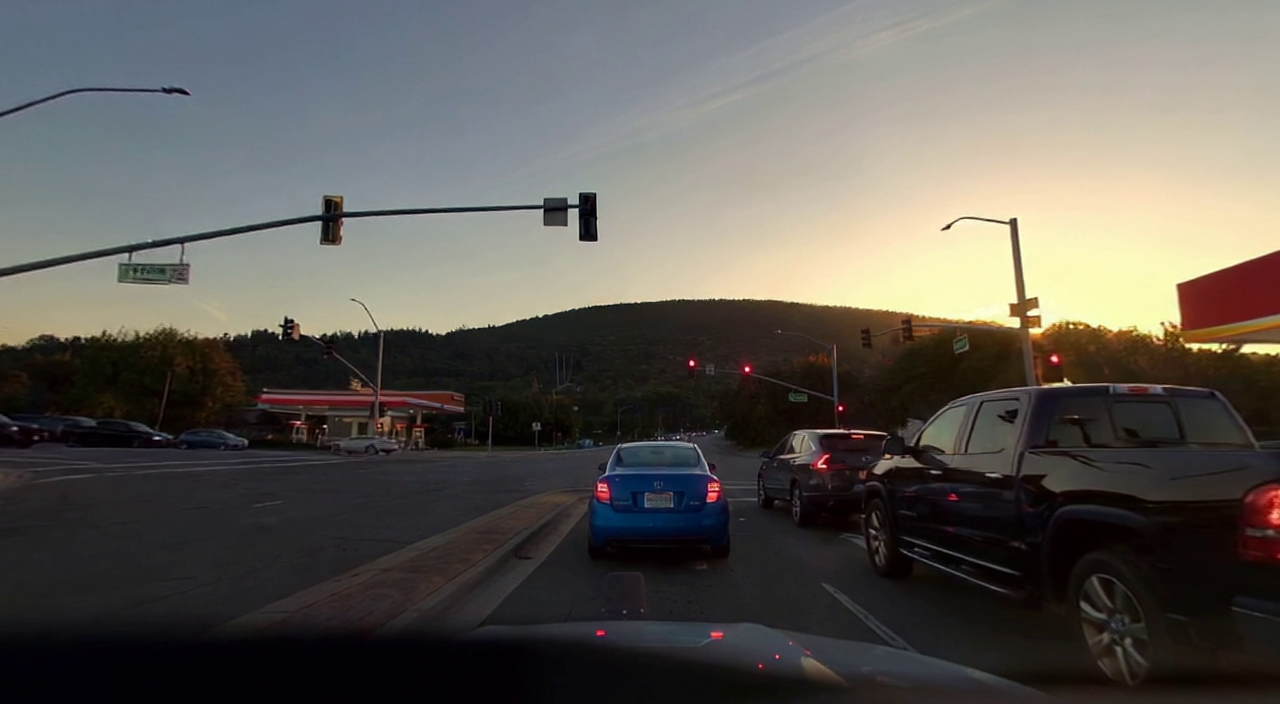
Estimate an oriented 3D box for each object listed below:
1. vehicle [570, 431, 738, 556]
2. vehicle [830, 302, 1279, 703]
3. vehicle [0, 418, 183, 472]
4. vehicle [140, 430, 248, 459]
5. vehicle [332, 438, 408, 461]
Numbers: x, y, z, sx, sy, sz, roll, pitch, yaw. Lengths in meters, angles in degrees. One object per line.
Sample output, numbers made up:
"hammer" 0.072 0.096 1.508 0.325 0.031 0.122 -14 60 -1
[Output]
"vehicle" 0.165 2.000 9.608 2.027 1.494 3.824 0 -8 0
"vehicle" 3.533 1.107 4.734 2.277 1.871 6.143 0 -8 0
"vehicle" -18.743 3.162 21.538 4.742 1.720 2.107 -1 -8 6
"vehicle" -23.258 4.840 32.964 4.326 1.420 1.798 -1 -8 4
"vehicle" -18.356 6.610 42.878 4.528 1.460 1.963 4 -10 -28
